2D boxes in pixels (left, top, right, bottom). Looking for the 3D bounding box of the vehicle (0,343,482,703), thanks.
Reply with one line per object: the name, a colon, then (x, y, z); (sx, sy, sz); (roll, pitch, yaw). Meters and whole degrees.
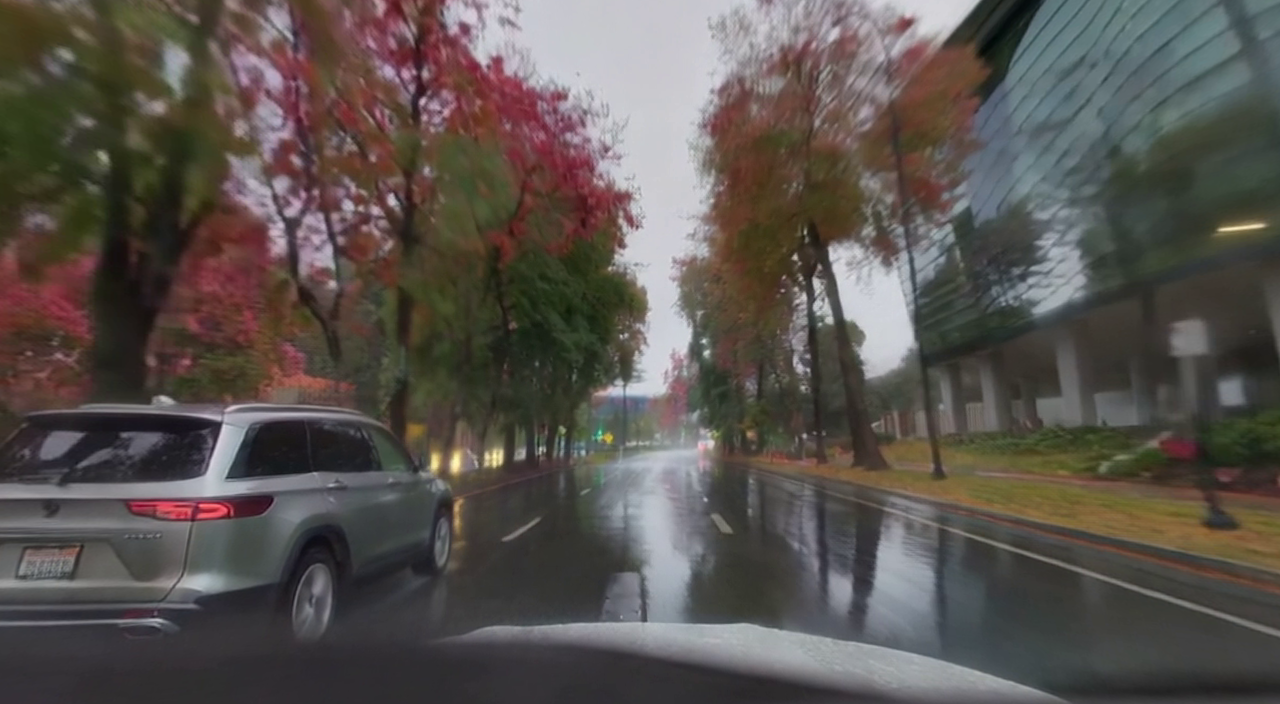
vehicle: (-2.867, 1.142, 4.703); (2.067, 1.700, 4.561); (0, -9, 2)
